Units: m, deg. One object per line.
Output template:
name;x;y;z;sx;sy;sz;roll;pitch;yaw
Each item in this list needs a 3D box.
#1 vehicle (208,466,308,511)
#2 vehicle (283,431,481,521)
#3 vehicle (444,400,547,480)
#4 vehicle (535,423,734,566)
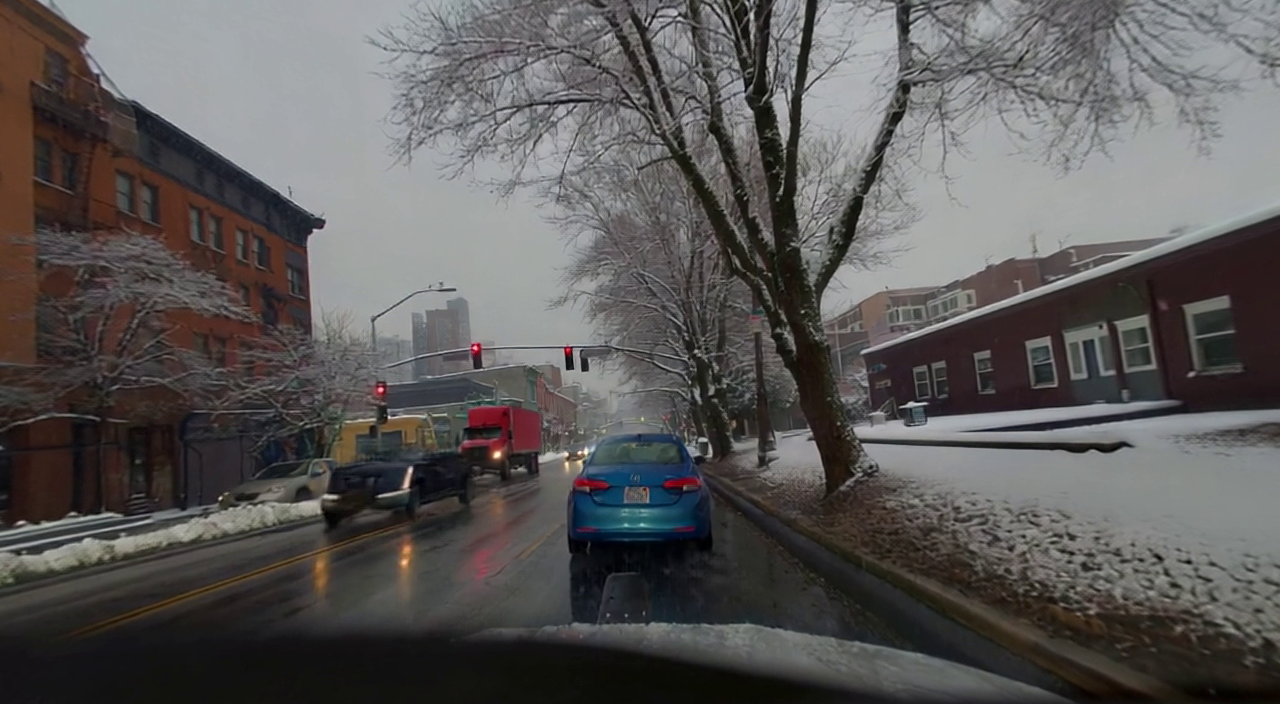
vehicle;-17.451;6.232;28.886;3.516;1.383;1.704;-10;-10;1
vehicle;-6.213;3.068;16.355;2.402;1.852;6.057;-1;-8;2
vehicle;-8.090;5.238;37.313;2.986;3.933;11.600;0;-8;2
vehicle;0.006;1.795;8.655;2.094;1.478;3.922;-1;-8;2
